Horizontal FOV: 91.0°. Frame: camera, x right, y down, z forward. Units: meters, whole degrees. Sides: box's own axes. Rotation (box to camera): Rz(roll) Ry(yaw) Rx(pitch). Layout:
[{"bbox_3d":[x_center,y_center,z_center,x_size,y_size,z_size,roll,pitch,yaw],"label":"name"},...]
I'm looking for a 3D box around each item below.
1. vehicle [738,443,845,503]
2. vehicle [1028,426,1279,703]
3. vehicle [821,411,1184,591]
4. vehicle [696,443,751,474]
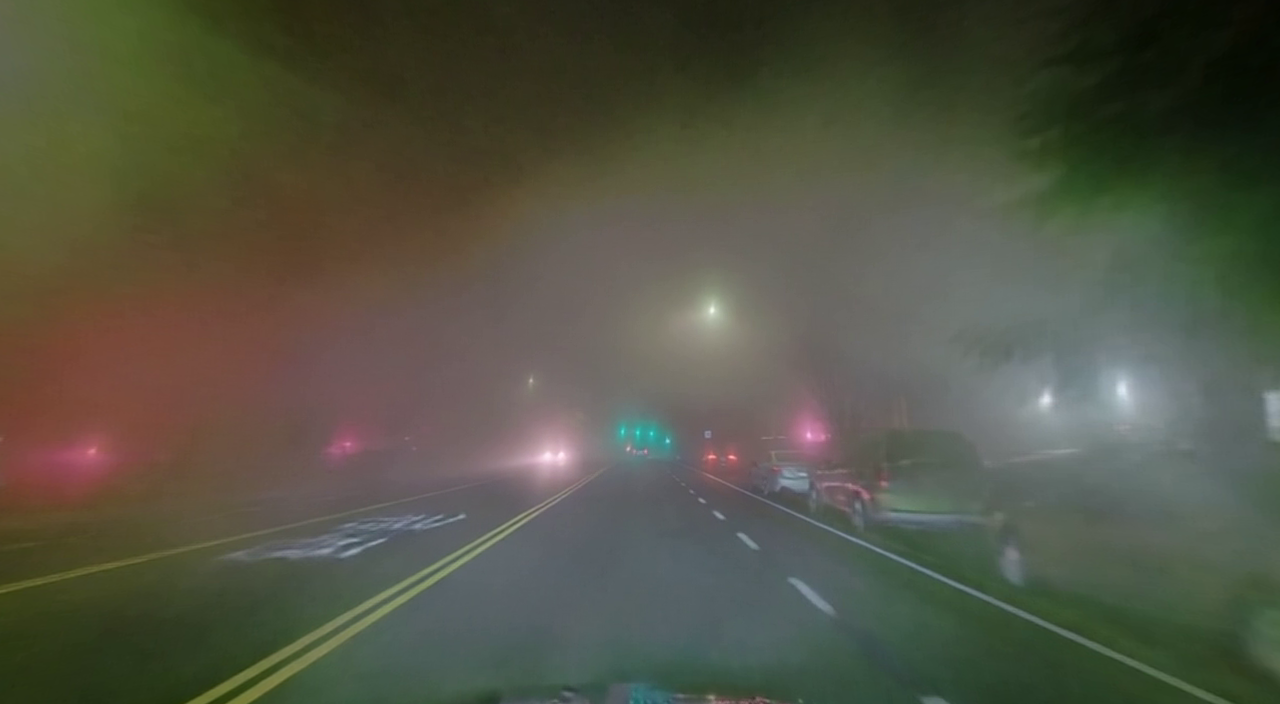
[{"bbox_3d":[4.195,3.418,18.340,1.968,1.482,4.991,0,-9,1],"label":"vehicle"},{"bbox_3d":[4.319,1.134,3.199,1.918,1.510,4.323,0,-9,0],"label":"vehicle"},{"bbox_3d":[4.240,1.810,8.598,2.018,1.741,4.772,0,-9,-1],"label":"vehicle"},{"bbox_3d":[4.416,5.761,34.305,2.154,1.550,5.785,0,-9,-1],"label":"vehicle"}]
